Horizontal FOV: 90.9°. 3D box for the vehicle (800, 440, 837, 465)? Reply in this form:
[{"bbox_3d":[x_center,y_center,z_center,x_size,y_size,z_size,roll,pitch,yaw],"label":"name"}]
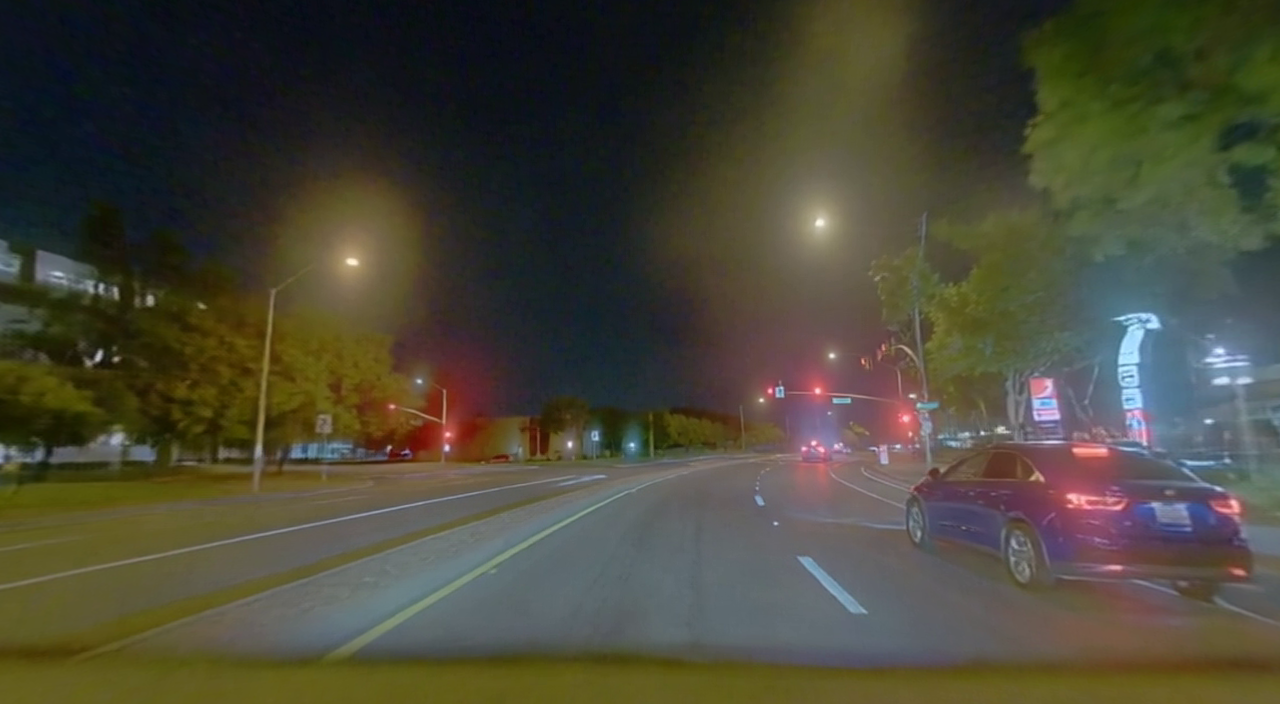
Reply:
[{"bbox_3d":[12.802,7.158,45.001,2.311,1.715,4.287,-3,-9,18],"label":"vehicle"}]

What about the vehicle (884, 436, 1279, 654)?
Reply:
[{"bbox_3d":[4.329,1.659,6.584,1.938,1.466,4.434,0,-9,2],"label":"vehicle"}]
